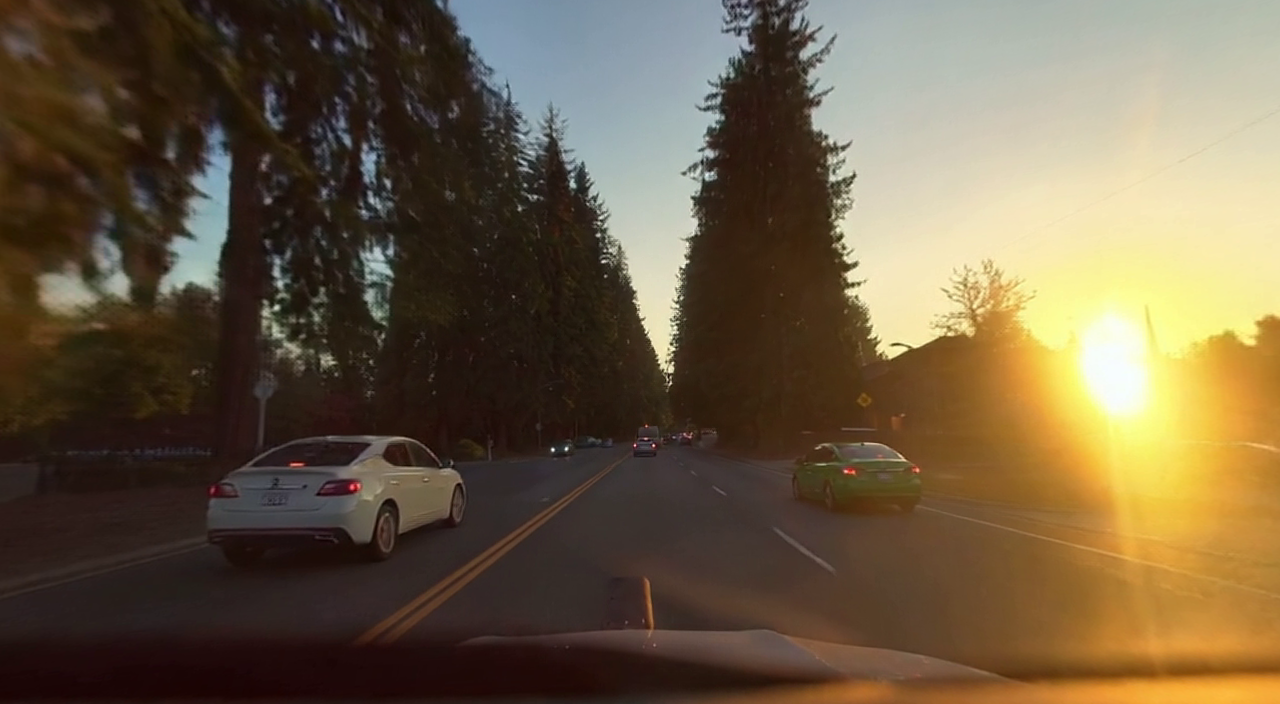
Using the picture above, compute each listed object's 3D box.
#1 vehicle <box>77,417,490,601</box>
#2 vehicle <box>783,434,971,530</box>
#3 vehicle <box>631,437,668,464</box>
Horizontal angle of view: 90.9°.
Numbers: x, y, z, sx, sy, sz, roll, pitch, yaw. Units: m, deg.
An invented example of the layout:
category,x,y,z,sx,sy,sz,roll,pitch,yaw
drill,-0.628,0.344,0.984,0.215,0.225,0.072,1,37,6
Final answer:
category,x,y,z,sx,sy,sz,roll,pitch,yaw
vehicle,-3.643,1.650,7.874,2.162,1.546,4.889,-1,-7,2
vehicle,4.284,2.356,12.296,1.943,1.471,4.515,0,-7,0
vehicle,0.629,6.256,40.464,2.206,1.525,4.695,-1,-7,2
